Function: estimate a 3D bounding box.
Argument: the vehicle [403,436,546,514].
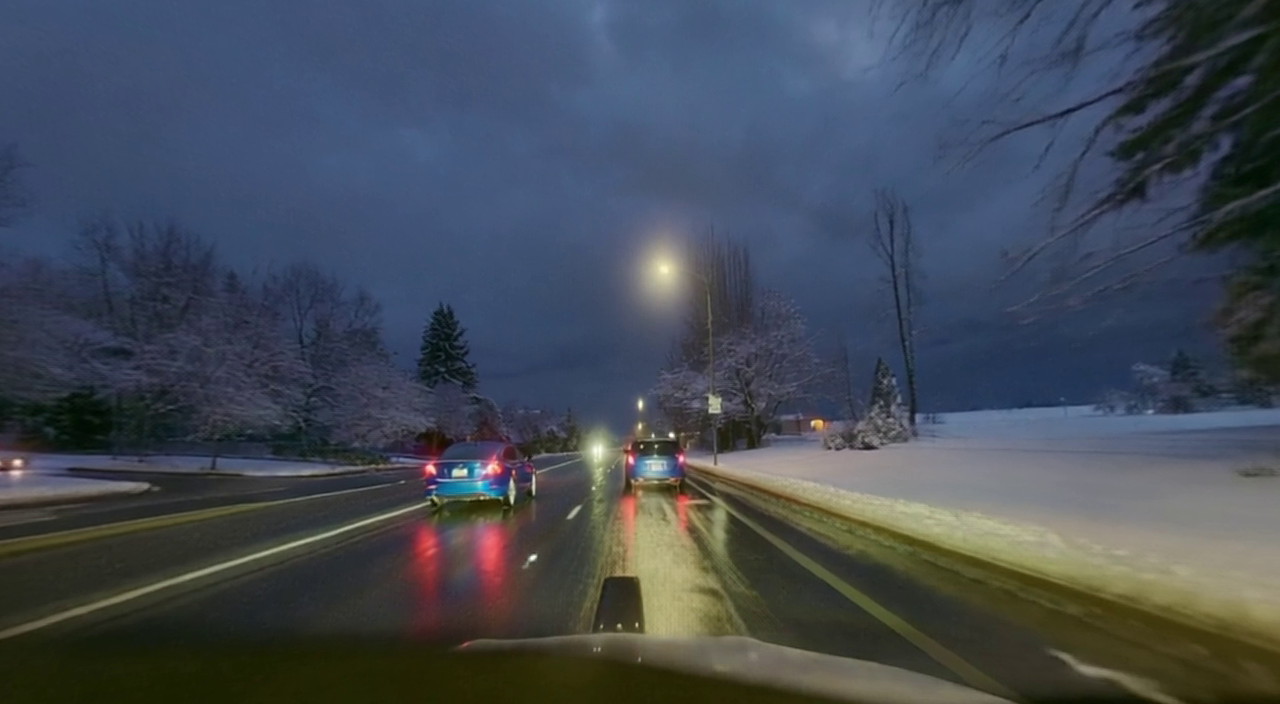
[{"bbox_3d":[-3.438,2.625,13.954,2.036,1.447,4.044,0,-8,1],"label":"vehicle"}]

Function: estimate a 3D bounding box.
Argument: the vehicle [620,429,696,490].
[{"bbox_3d":[0.458,3.545,21.147,2.215,1.799,4.426,0,-8,-3],"label":"vehicle"}]
